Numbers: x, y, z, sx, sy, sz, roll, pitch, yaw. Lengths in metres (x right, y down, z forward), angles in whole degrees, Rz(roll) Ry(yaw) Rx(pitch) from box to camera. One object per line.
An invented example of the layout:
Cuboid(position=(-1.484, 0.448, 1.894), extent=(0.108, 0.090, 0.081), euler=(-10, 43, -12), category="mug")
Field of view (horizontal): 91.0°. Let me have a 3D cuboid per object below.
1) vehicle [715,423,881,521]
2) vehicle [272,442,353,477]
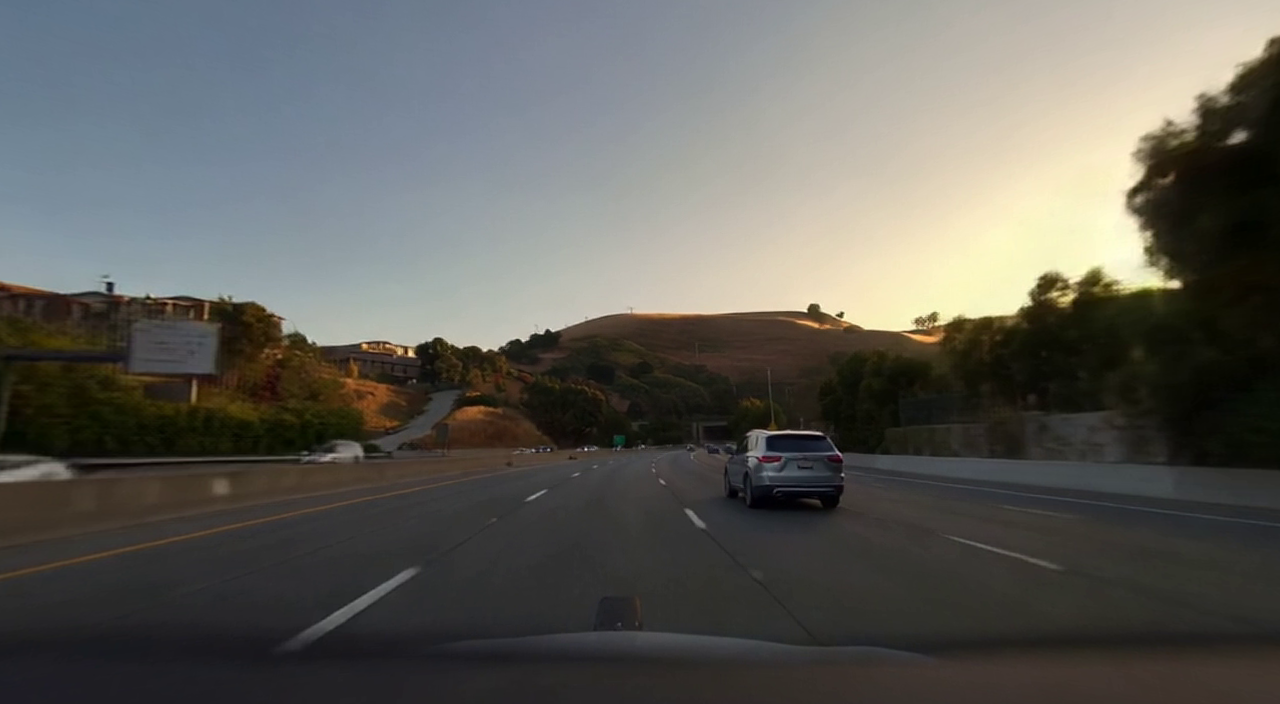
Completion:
Cuboid(position=(3.183, 2.547, 13.899), extent=(2.318, 1.766, 4.587), euler=(0, -9, -2), category="vehicle")
Cuboid(position=(-18.756, 6.169, 36.344), extent=(2.051, 1.830, 4.693), euler=(0, -9, 1), category="vehicle")
